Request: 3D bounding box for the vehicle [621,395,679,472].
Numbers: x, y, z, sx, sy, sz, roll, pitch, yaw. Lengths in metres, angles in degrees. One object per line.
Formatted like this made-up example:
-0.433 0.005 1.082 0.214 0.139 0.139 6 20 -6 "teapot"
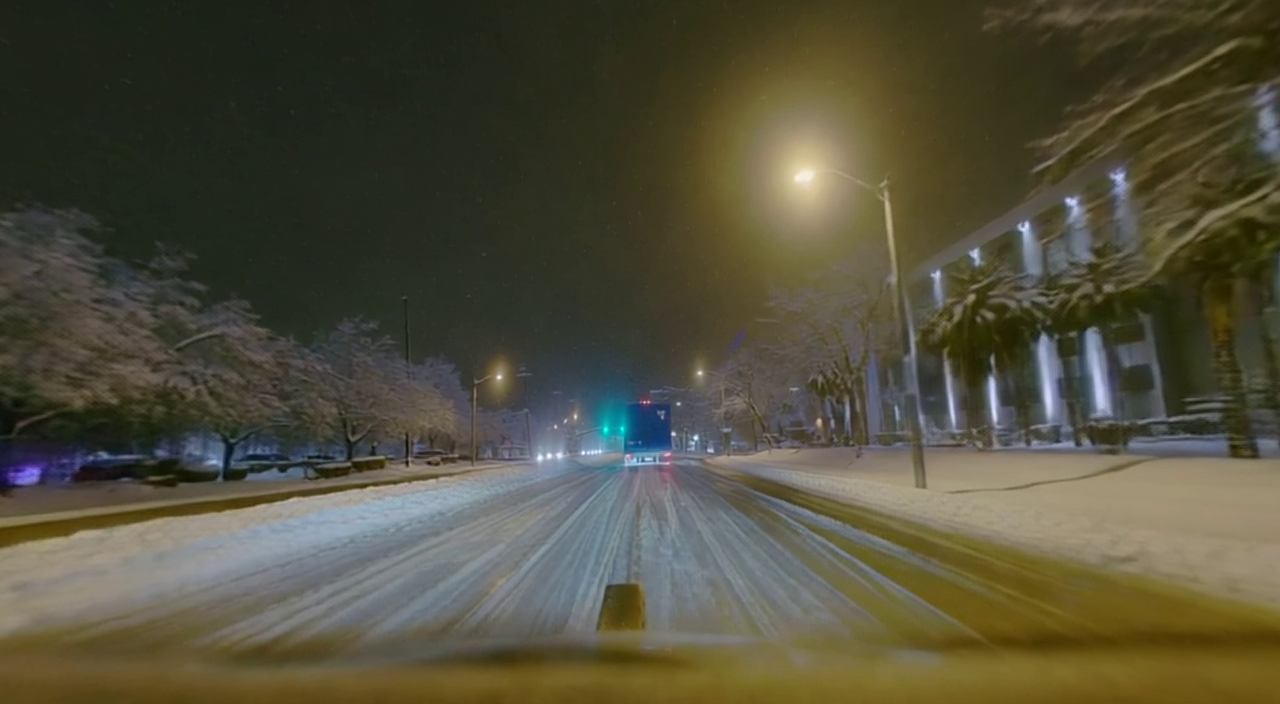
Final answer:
0.371 5.097 38.341 2.992 3.949 11.815 0 -9 -1 "vehicle"
